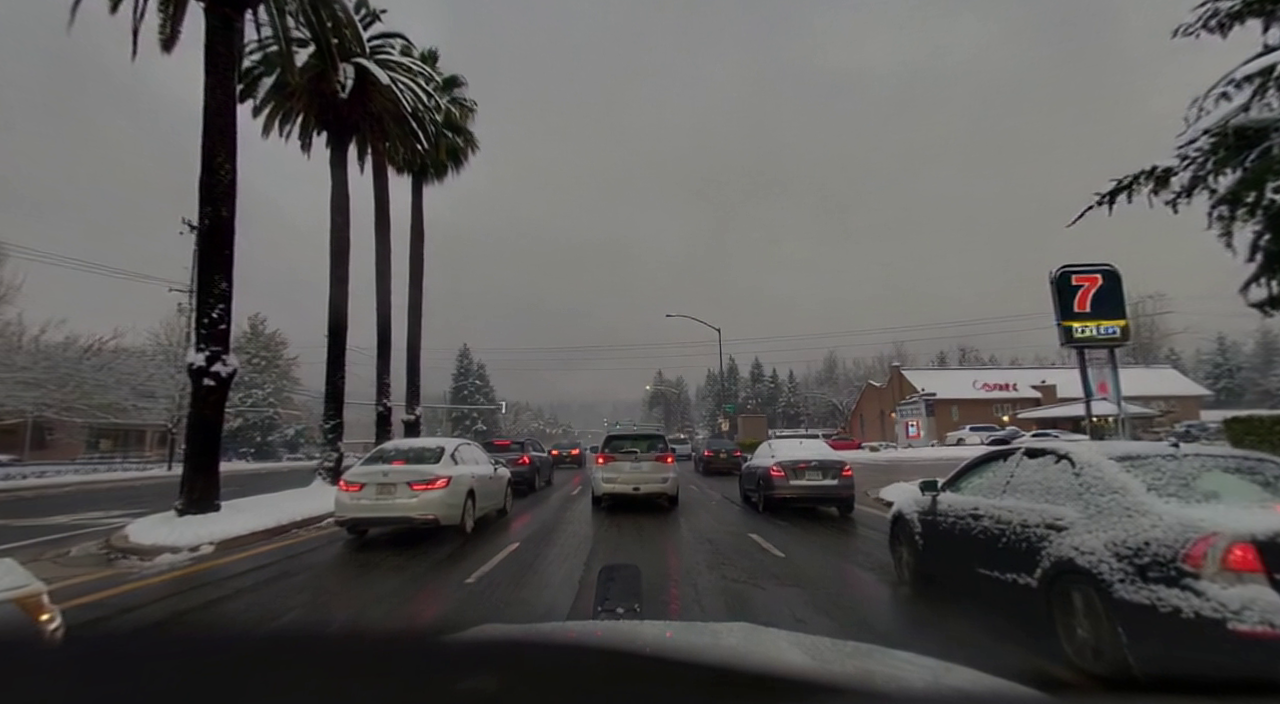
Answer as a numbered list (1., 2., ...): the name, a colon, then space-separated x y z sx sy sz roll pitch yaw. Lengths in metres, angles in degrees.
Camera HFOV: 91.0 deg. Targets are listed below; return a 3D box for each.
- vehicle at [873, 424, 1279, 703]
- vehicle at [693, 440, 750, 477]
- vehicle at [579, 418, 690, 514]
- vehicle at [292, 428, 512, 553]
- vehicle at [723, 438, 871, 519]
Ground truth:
1. vehicle: 3.583 1.351 4.821 1.867 1.448 4.436 0 -8 -1
2. vehicle: 3.399 4.531 27.057 1.880 1.476 3.932 0 -8 -1
3. vehicle: -0.125 2.543 14.534 2.164 1.867 4.254 0 -8 -1
4. vehicle: -3.330 1.998 9.824 1.864 1.505 4.202 0 -8 -1
5. vehicle: 3.260 2.712 14.136 1.977 1.480 4.589 0 -8 -2
